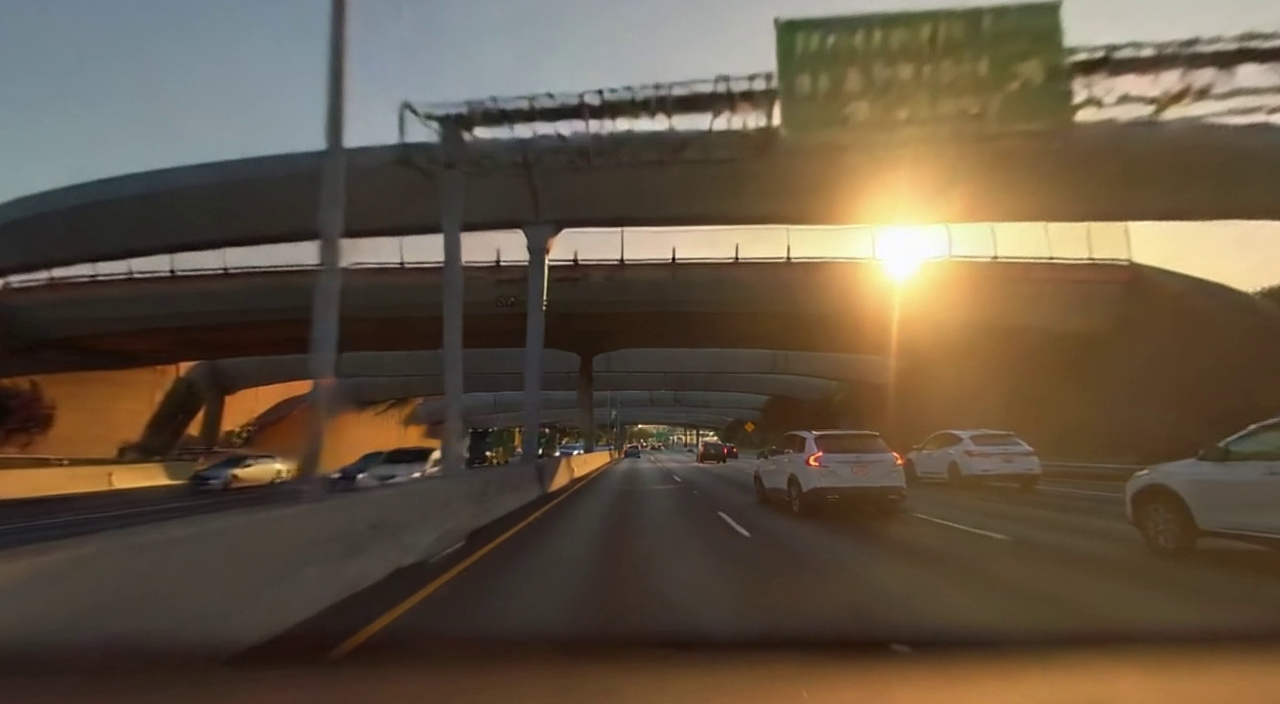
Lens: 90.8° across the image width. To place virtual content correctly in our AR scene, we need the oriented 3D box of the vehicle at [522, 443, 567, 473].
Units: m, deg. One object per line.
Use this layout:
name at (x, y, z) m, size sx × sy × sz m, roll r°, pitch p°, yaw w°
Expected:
vehicle at (-5.732, 6.398, 38.372) m, size 2.037 × 1.700 × 4.417 m, roll 0°, pitch -9°, yaw 0°

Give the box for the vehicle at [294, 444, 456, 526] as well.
vehicle at (-5.609, 2.824, 14.002) m, size 1.888 × 1.532 × 3.906 m, roll 0°, pitch -9°, yaw 0°

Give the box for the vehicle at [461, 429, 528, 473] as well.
vehicle at (-9.472, 6.526, 41.772) m, size 2.786 × 2.696 × 6.461 m, roll 0°, pitch -9°, yaw 1°

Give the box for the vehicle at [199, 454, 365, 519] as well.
vehicle at (-9.516, 3.562, 17.305) m, size 1.993 × 1.473 × 4.387 m, roll 0°, pitch -9°, yaw 0°

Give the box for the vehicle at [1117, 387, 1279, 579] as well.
vehicle at (7.090, 1.152, 5.406) m, size 2.040 × 1.801 × 4.959 m, roll 0°, pitch -9°, yaw -1°

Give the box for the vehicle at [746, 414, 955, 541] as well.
vehicle at (3.243, 2.039, 10.854) m, size 2.059 × 1.711 × 4.302 m, roll 0°, pitch -9°, yaw 0°

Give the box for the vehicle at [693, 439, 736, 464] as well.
vehicle at (5.803, 7.840, 49.921) m, size 2.434 × 1.869 × 5.553 m, roll 0°, pitch -9°, yaw -3°
